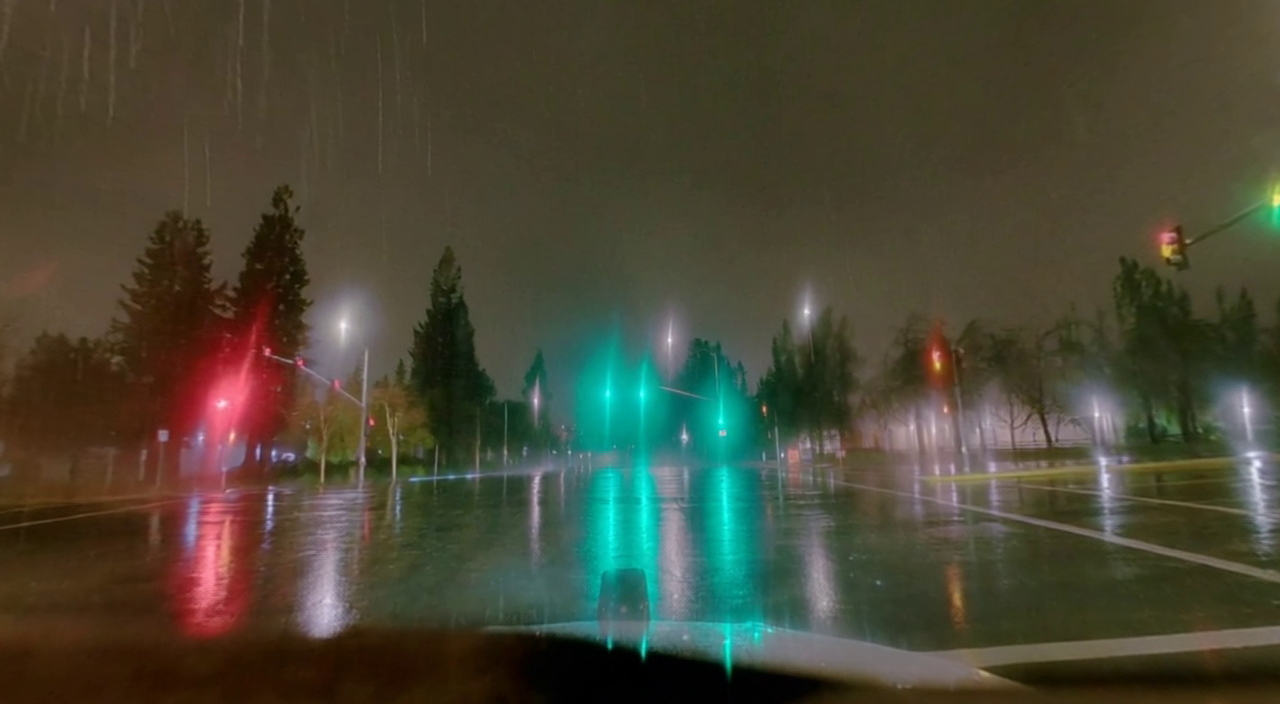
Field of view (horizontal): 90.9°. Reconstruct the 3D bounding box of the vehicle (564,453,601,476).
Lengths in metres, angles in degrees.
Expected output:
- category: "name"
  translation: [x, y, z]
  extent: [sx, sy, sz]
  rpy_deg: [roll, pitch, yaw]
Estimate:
- category: "vehicle"
  translation: [-4.467, 8.844, 49.854]
  extent: [2.030, 1.704, 4.205]
  rpy_deg: [-1, -8, 7]
